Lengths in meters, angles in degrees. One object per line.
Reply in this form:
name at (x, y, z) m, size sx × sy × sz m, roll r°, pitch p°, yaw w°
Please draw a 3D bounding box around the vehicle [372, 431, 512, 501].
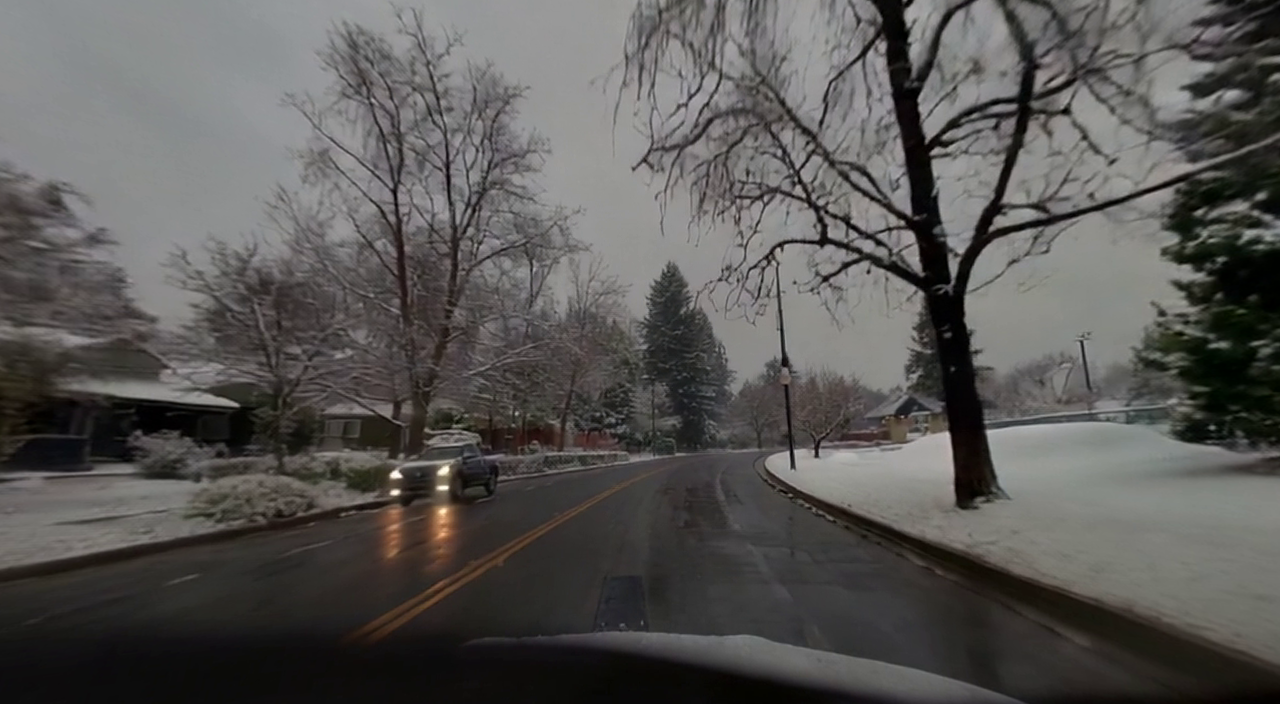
vehicle at (-5.304, 3.308, 17.793) m, size 2.002 × 1.601 × 5.012 m, roll -3°, pitch -13°, yaw 4°
